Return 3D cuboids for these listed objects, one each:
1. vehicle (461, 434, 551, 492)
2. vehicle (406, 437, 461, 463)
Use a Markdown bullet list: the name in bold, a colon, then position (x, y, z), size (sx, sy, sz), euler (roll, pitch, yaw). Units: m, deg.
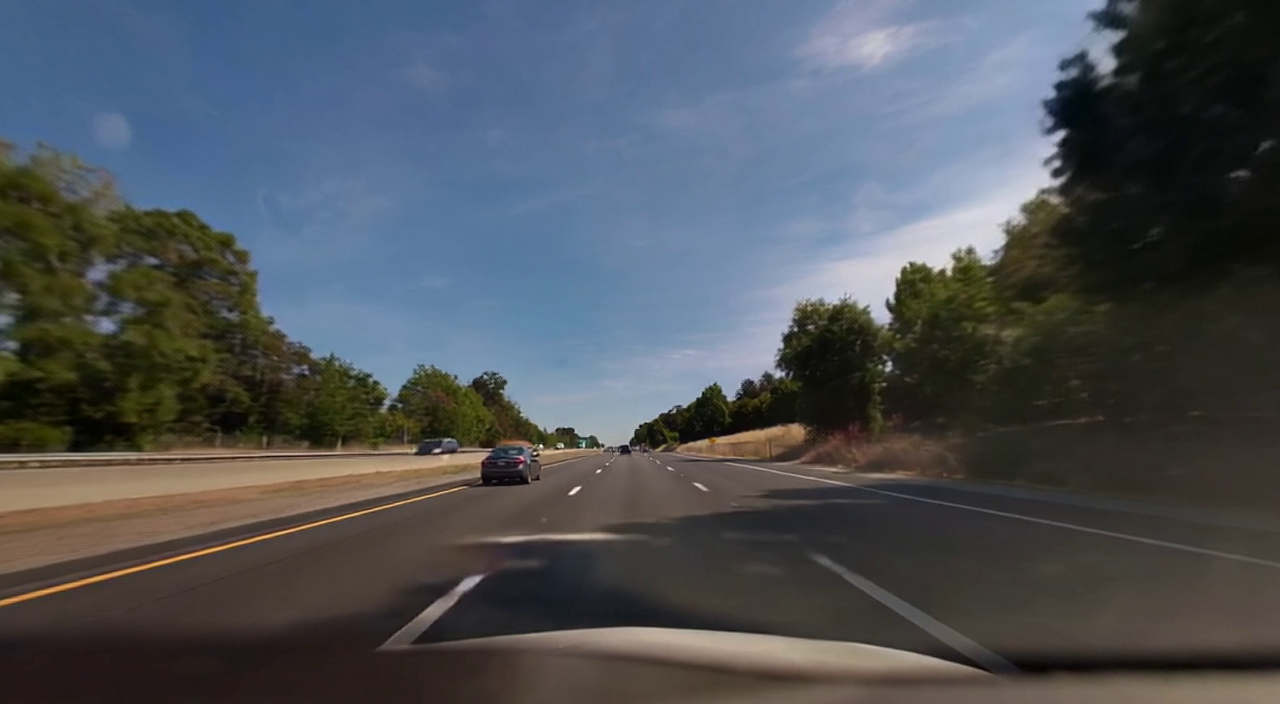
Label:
- **vehicle**: position (-4.374, 3.704, 21.315), size (2.111, 1.717, 4.426), euler (0, -9, 0)
- **vehicle**: position (-13.753, 6.541, 42.152), size (2.117, 1.618, 4.919), euler (0, -9, -1)
